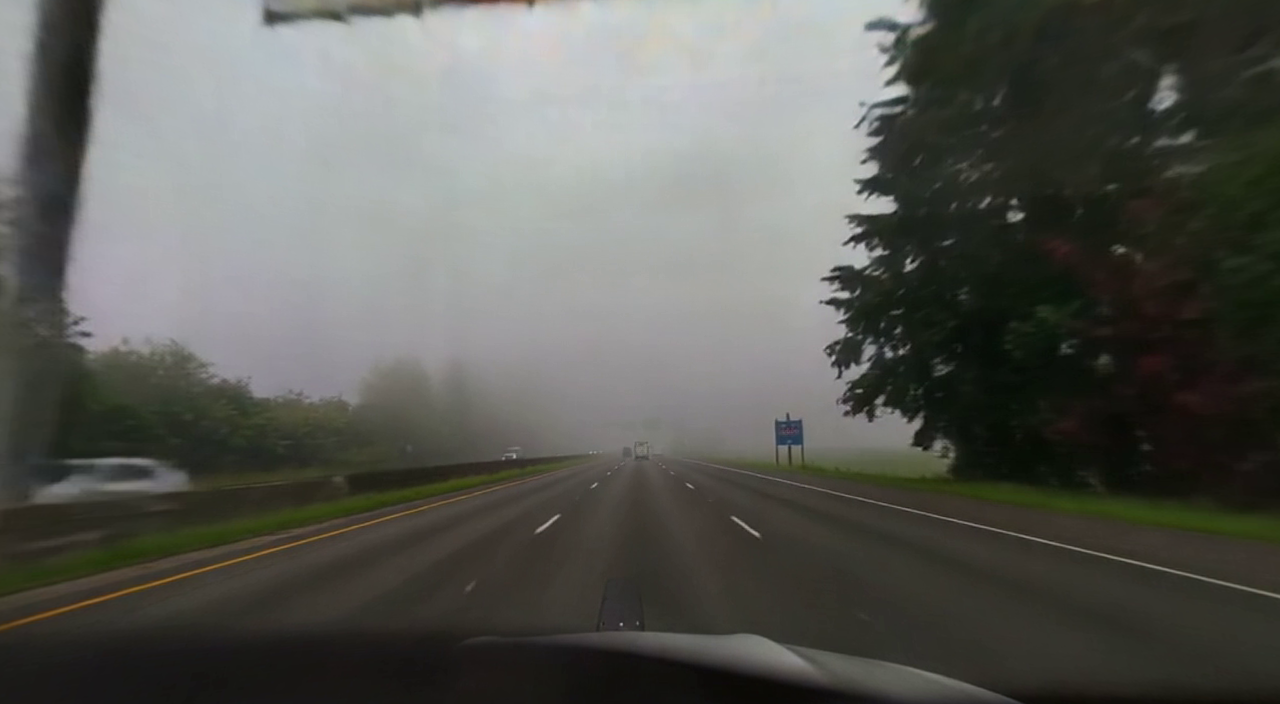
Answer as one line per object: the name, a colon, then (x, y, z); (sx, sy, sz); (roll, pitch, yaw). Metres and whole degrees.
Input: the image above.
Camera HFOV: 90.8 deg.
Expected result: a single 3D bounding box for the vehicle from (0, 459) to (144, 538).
vehicle: (-13.288, 3.012, 13.287); (2.159, 1.438, 4.323); (0, -9, -1)
